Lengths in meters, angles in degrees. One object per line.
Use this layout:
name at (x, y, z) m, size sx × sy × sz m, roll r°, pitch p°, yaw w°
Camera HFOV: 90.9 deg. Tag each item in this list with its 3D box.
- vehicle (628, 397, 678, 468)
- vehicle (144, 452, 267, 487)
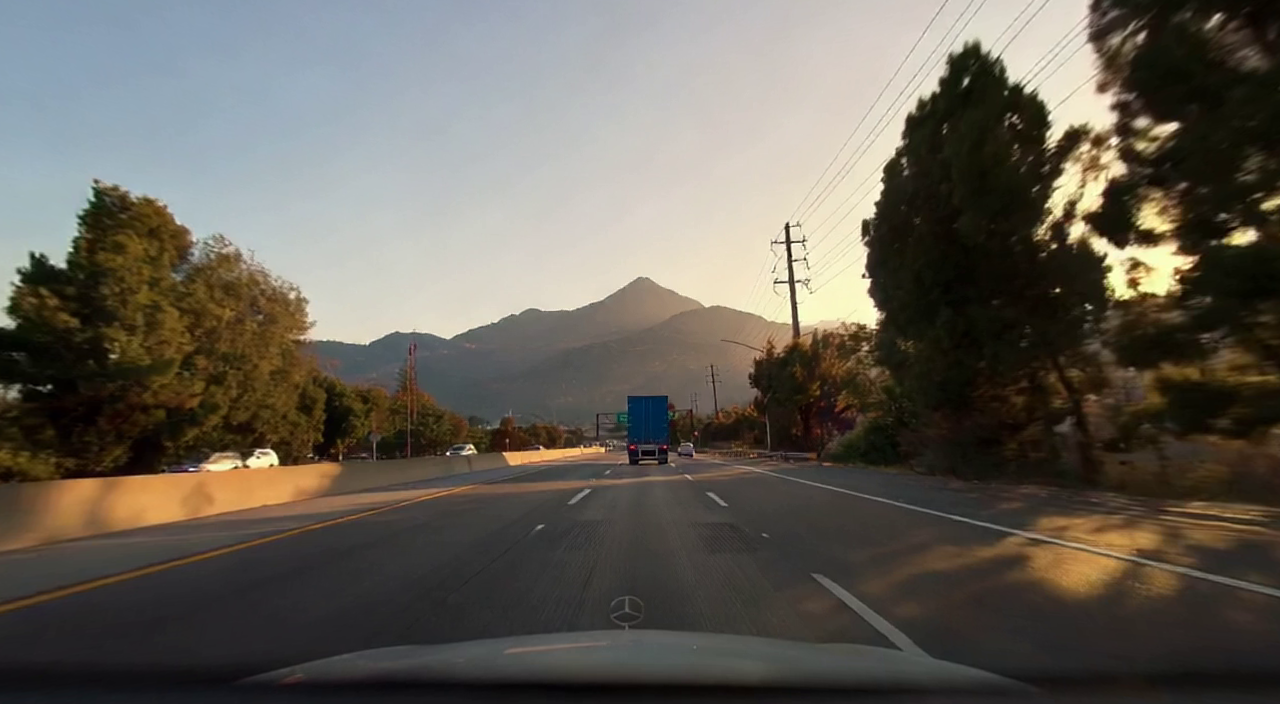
vehicle at (0.694, 5.528, 42.590) m, size 2.919 × 4.101 × 11.541 m, roll 0°, pitch -8°, yaw -1°
vehicle at (-24.470, 6.622, 35.801) m, size 3.863 × 1.764 × 4.317 m, roll 0°, pitch -8°, yaw -1°
